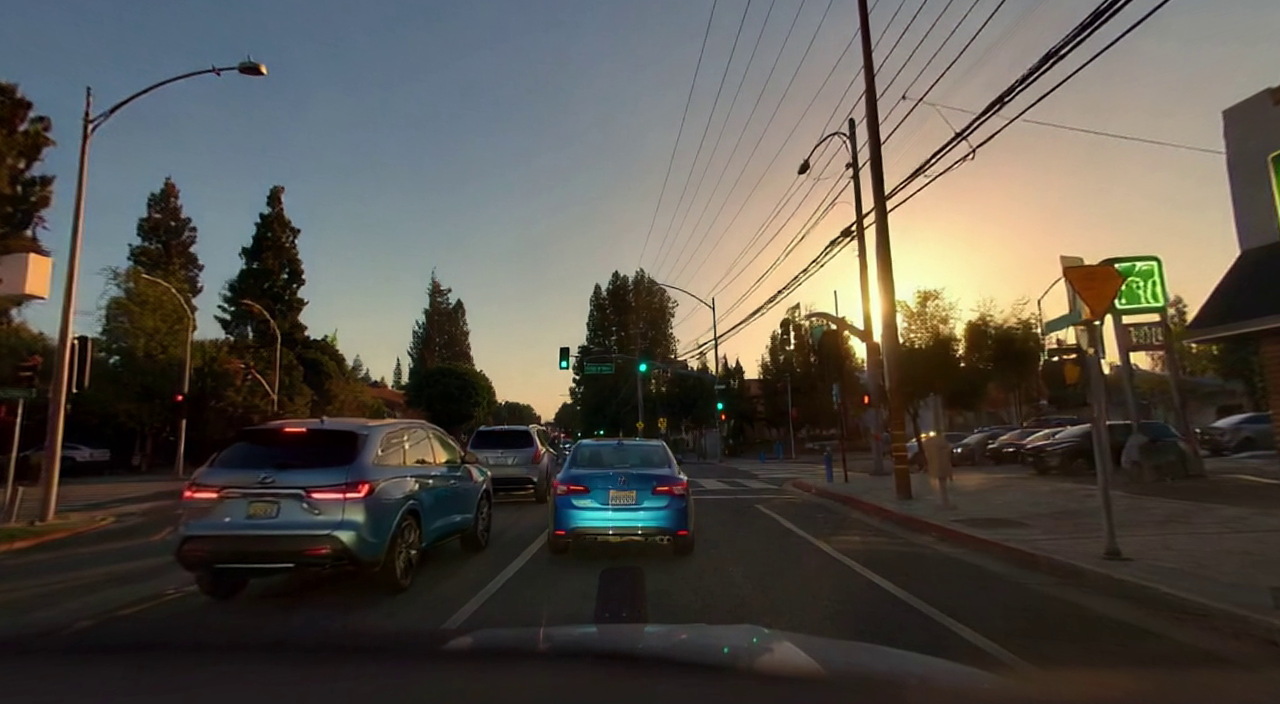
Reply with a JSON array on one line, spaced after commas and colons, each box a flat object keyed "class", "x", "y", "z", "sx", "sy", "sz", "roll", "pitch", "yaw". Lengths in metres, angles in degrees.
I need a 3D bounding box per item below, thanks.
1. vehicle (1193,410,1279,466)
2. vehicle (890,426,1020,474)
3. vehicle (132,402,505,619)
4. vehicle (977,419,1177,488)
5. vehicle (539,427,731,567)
[{"class": "vehicle", "x": 18.709, "y": 2.558, "z": 18.671, "sx": 4.446, "sy": 1.511, "sz": 1.977, "roll": 4, "pitch": -10, "yaw": -29}, {"class": "vehicle", "x": 10.643, "y": 3.351, "z": 21.731, "sx": 1.842, "sy": 1.471, "sz": 4.481, "roll": 1, "pitch": -8, "yaw": -5}, {"class": "vehicle", "x": -2.932, "y": 1.523, "z": 6.932, "sx": 2.003, "sy": 1.681, "sz": 3.878, "roll": 0, "pitch": -8, "yaw": 0}, {"class": "vehicle", "x": 10.528, "y": 2.491, "z": 15.690, "sx": 1.888, "sy": 1.455, "sz": 4.268, "roll": 0, "pitch": -8, "yaw": 0}, {"class": "vehicle", "x": -0.147, "y": 1.873, "z": 8.980, "sx": 2.070, "sy": 1.481, "sz": 4.216, "roll": 0, "pitch": -8, "yaw": -3}]
